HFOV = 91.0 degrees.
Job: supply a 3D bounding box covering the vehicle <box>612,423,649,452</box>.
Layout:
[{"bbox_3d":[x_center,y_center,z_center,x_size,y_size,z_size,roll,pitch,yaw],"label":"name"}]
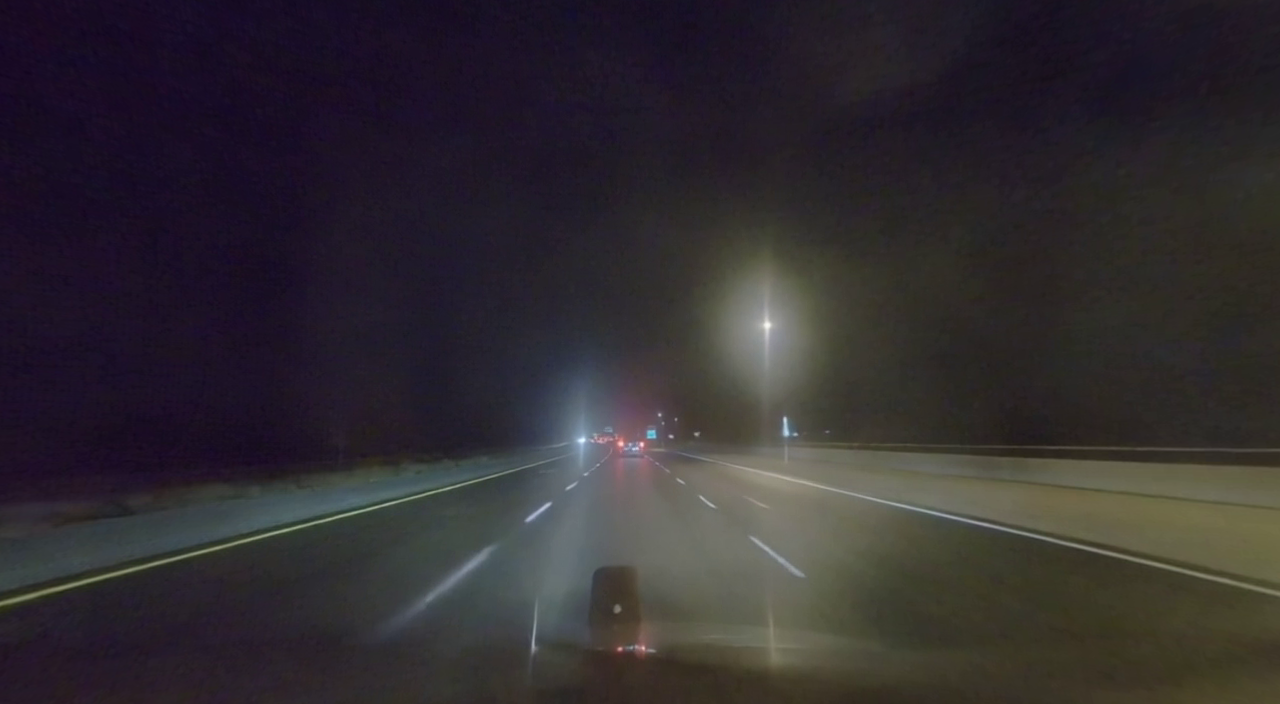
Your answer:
[{"bbox_3d":[-0.662,5.283,38.832,2.157,1.647,4.524,0,-8,-3],"label":"vehicle"}]
